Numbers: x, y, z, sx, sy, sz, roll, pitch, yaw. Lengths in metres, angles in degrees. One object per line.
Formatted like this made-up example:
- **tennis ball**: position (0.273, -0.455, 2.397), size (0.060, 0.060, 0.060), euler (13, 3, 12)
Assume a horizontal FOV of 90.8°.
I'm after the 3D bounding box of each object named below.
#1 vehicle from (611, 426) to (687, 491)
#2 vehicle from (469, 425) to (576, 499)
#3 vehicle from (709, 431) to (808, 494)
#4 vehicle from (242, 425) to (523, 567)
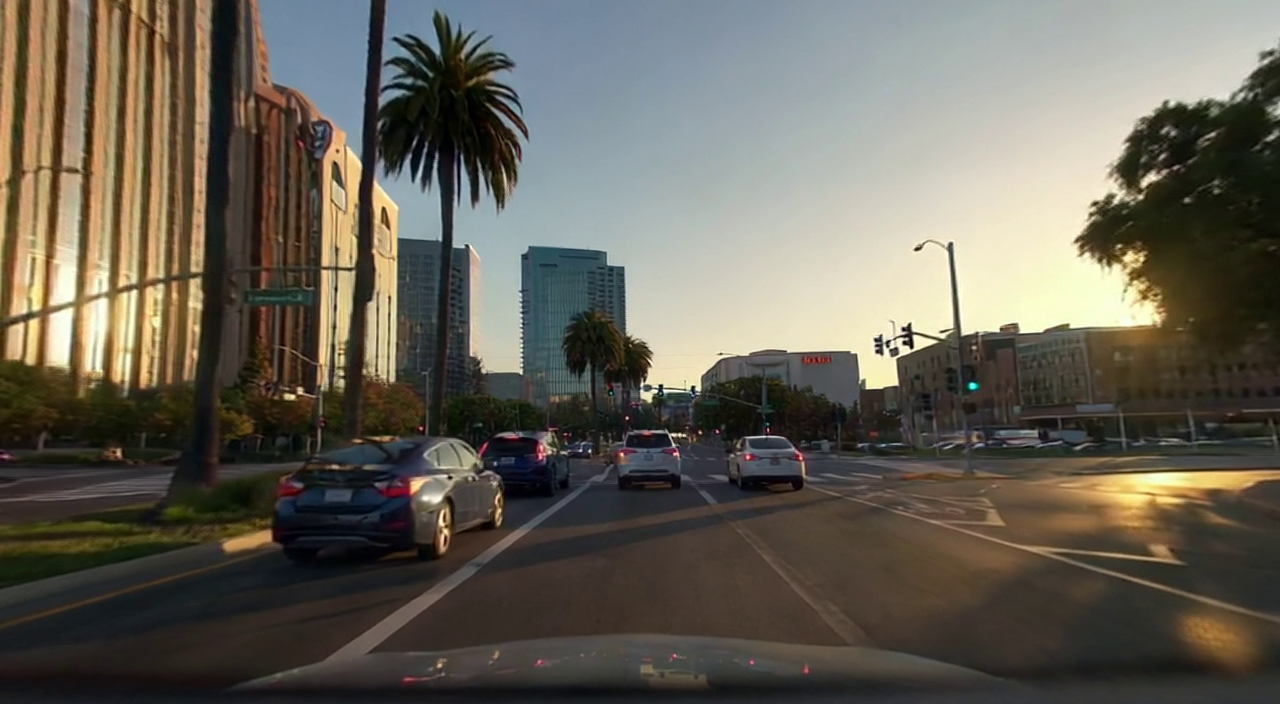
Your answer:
- **vehicle**: position (0.258, 3.224, 19.412), size (2.060, 1.730, 4.257), euler (0, -8, 1)
- **vehicle**: position (-2.971, 2.897, 16.925), size (1.938, 1.713, 4.048), euler (0, -9, 2)
- **vehicle**: position (3.192, 3.058, 17.805), size (1.936, 1.567, 3.896), euler (0, -9, -1)
- **vehicle**: position (-3.155, 1.863, 9.014), size (1.962, 1.480, 4.605), euler (0, -9, 2)
